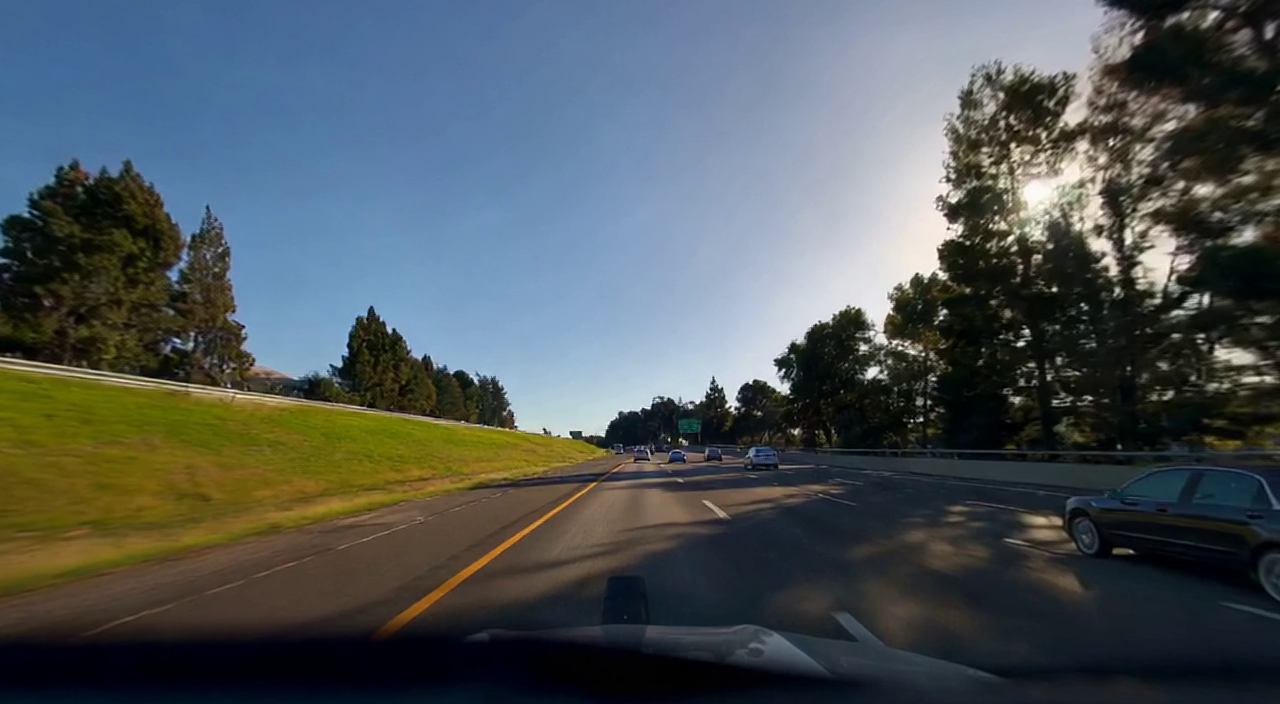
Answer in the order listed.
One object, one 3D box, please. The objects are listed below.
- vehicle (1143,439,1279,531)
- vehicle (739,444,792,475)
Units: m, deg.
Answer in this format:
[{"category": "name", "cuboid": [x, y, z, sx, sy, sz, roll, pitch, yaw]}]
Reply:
[{"category": "vehicle", "cuboid": [11.438, 2.200, 10.495, 2.093, 1.477, 4.804, 0, -8, 0]}, {"category": "vehicle", "cuboid": [7.172, 6.200, 36.493, 2.048, 1.697, 4.689, 0, -8, -1]}]
